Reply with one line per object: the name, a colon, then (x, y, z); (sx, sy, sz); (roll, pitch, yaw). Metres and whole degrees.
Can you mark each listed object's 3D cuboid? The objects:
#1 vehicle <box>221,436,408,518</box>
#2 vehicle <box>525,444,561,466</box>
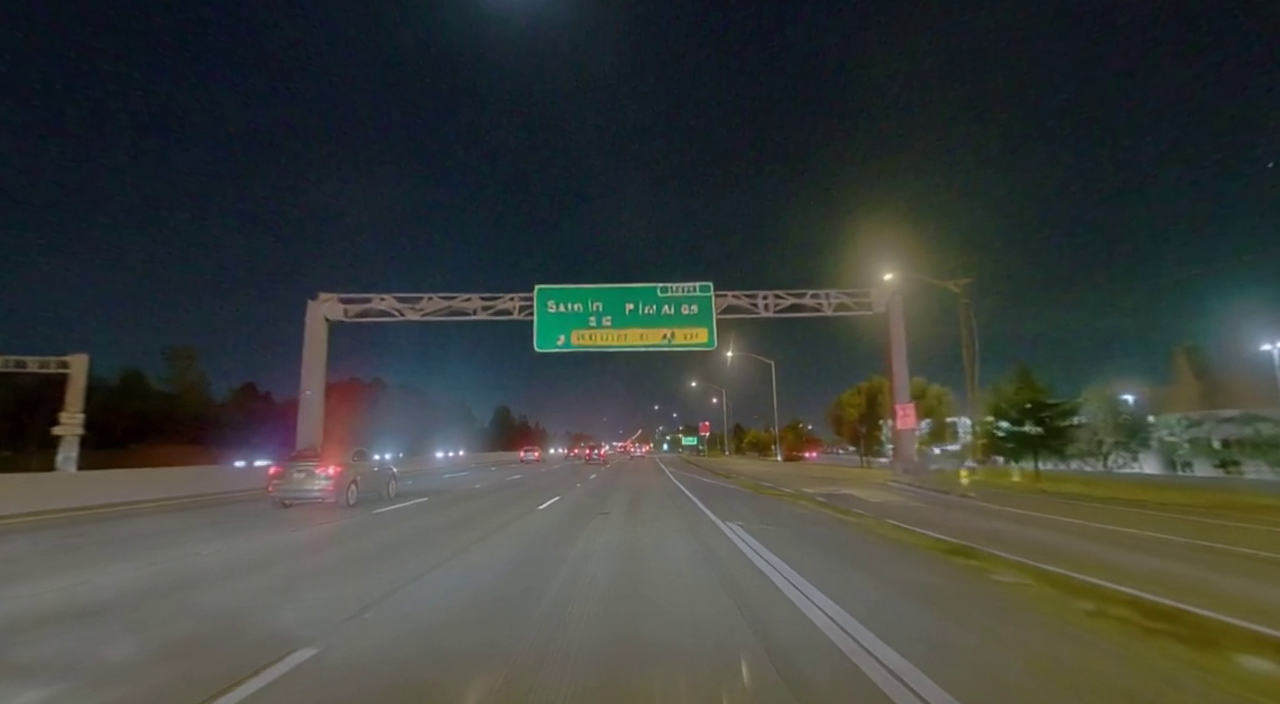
vehicle: (-7.534, 2.914, 15.261); (2.071, 1.661, 4.540); (0, -9, 0)
vehicle: (-7.622, 8.149, 49.851); (2.075, 1.642, 4.638); (0, -9, 0)
